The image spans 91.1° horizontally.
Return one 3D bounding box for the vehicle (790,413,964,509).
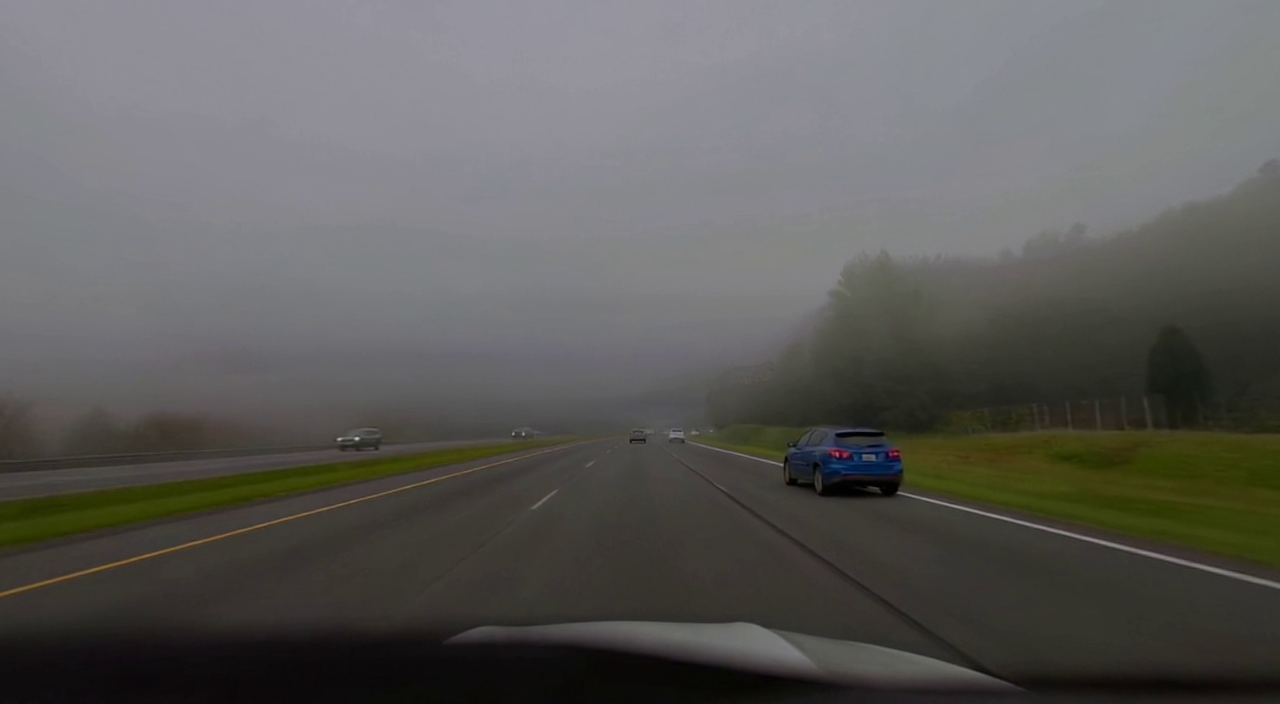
[{"bbox_3d":[4.227,1.992,11.934,1.765,1.510,3.762,0,-8,-1],"label":"vehicle"}]
